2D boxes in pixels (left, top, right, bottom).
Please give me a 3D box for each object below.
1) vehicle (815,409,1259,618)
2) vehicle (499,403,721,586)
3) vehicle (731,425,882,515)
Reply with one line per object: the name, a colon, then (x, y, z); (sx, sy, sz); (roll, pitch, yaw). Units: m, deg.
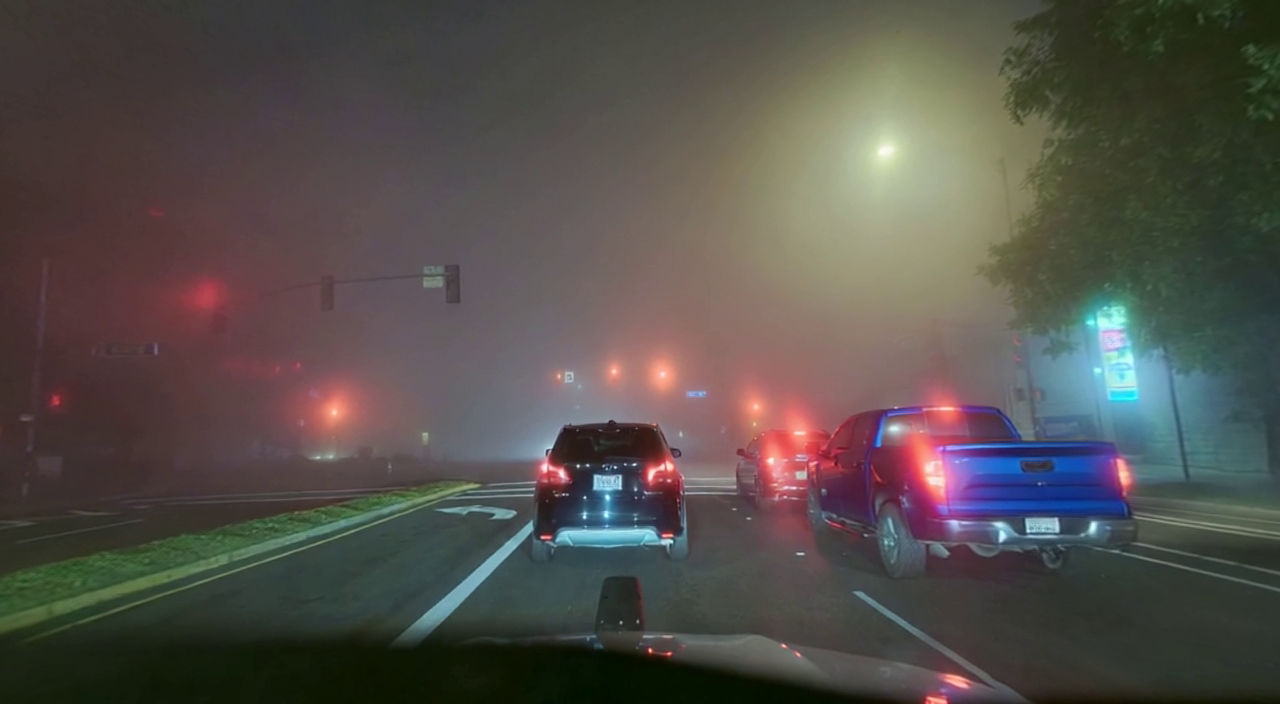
vehicle: (3.634, 1.554, 7.107); (1.955, 1.550, 4.587); (0, -8, -1)
vehicle: (-0.285, 1.585, 7.746); (2.037, 1.674, 3.693); (0, -8, 0)
vehicle: (3.367, 2.480, 13.798); (2.031, 1.626, 4.264); (0, -8, -2)
